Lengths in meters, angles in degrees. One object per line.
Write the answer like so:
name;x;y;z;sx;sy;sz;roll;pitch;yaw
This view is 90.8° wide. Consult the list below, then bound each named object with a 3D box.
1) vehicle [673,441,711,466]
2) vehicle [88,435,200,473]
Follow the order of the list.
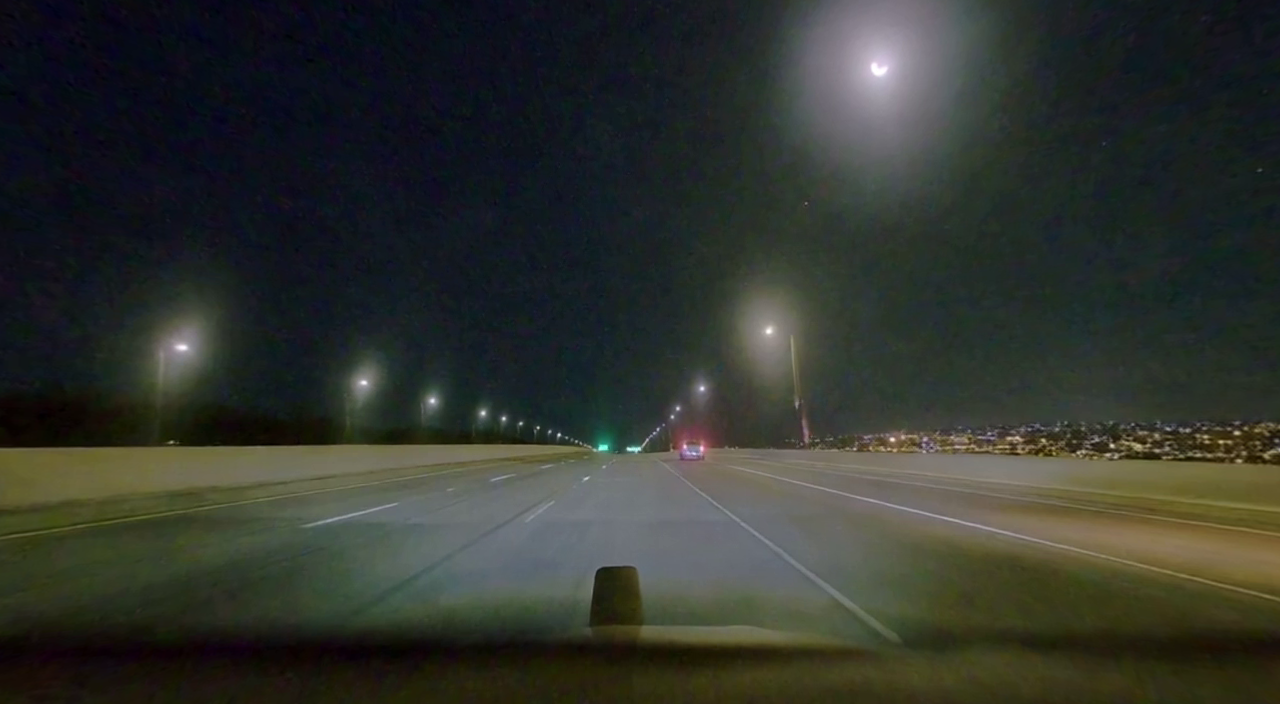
vehicle;3.286;6.468;40.492;2.000;1.533;3.770;0;-8;-1
vehicle;-22.791;4.680;29.250;2.124;1.610;3.846;1;-8;-3
